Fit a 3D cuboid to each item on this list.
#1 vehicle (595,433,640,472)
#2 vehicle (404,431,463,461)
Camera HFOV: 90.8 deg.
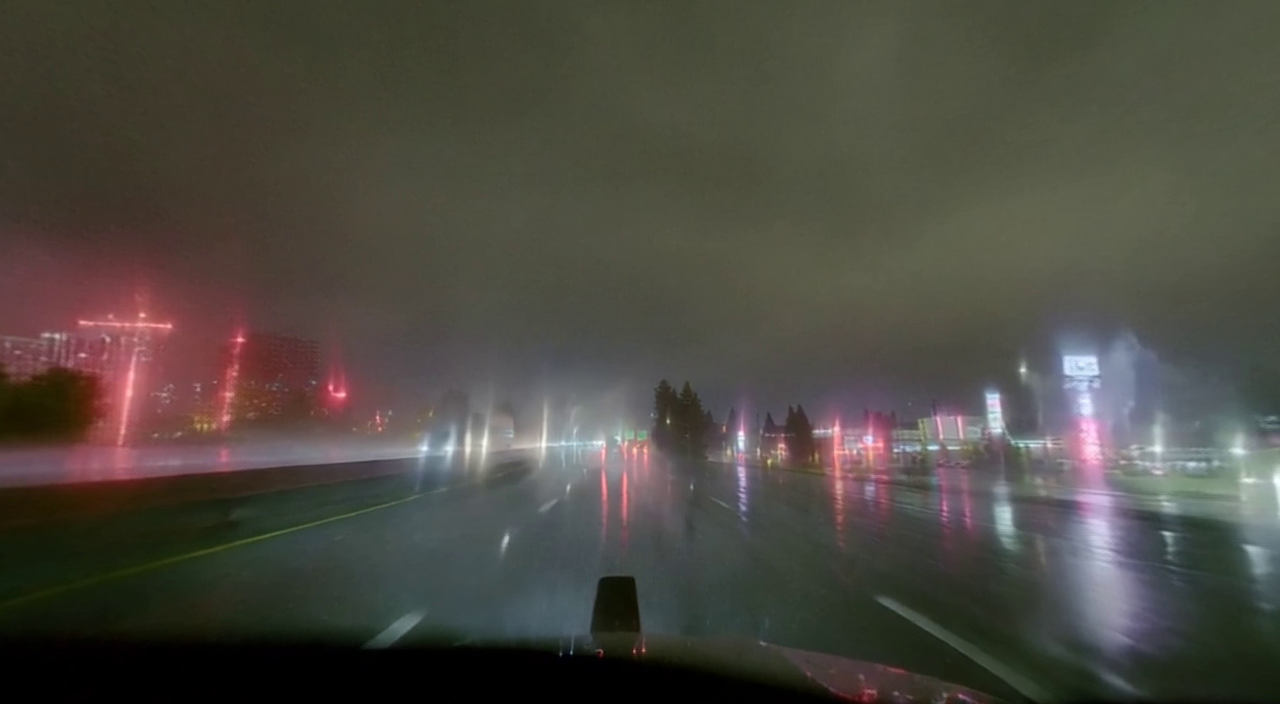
[{"bbox_3d":[-1.242,5.248,33.042,2.155,1.856,4.796,0,-9,-3],"label":"vehicle"},{"bbox_3d":[-12.533,5.783,38.701,2.089,1.685,4.849,0,-9,-2],"label":"vehicle"}]
